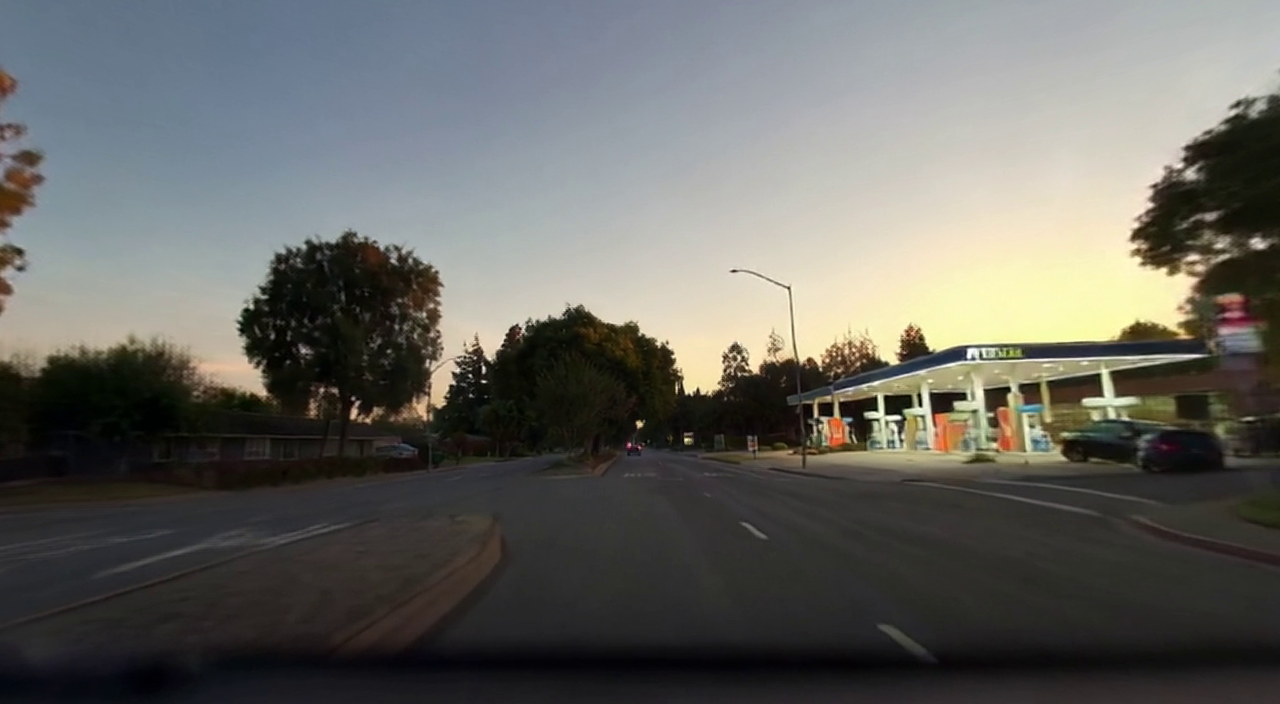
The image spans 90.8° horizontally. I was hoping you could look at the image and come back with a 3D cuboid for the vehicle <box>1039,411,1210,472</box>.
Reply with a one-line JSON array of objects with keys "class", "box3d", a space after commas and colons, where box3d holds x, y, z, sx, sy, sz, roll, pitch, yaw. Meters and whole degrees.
[{"class": "vehicle", "box3d": [17.366, 3.231, 23.093, 2.314, 1.921, 5.069, -1, -7, 2]}]
